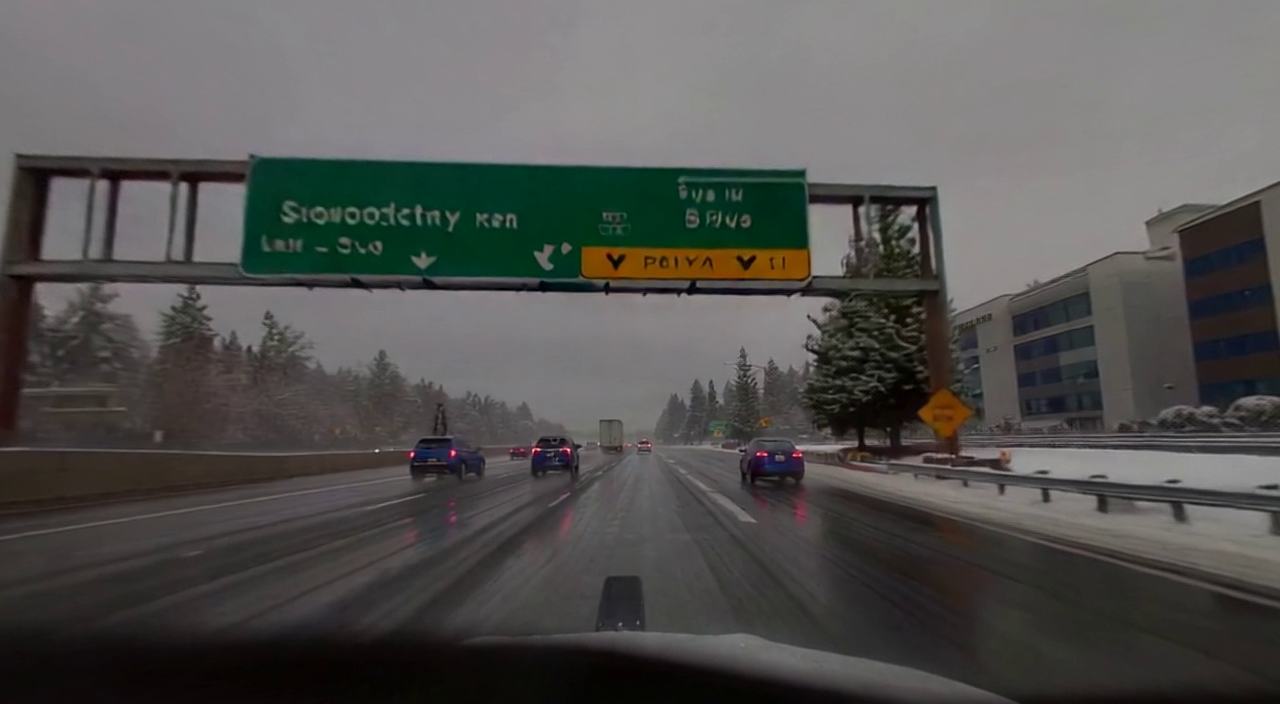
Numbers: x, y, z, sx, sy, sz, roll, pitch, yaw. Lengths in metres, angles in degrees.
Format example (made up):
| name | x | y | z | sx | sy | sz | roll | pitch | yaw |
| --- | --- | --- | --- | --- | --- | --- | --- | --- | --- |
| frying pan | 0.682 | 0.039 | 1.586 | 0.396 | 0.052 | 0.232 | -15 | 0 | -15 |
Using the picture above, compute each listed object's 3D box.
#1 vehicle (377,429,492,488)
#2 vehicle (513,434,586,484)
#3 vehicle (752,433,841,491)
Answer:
| name | x | y | z | sx | sy | sz | roll | pitch | yaw |
| --- | --- | --- | --- | --- | --- | --- | --- | --- | --- |
| vehicle | -7.253 | 3.832 | 22.981 | 2.314 | 1.842 | 5.279 | 0 | -9 | 1 |
| vehicle | -3.383 | 4.092 | 24.362 | 2.111 | 1.742 | 4.315 | 0 | -9 | 1 |
| vehicle | 5.195 | 3.704 | 21.618 | 2.101 | 1.742 | 4.495 | 0 | -9 | 3 |
